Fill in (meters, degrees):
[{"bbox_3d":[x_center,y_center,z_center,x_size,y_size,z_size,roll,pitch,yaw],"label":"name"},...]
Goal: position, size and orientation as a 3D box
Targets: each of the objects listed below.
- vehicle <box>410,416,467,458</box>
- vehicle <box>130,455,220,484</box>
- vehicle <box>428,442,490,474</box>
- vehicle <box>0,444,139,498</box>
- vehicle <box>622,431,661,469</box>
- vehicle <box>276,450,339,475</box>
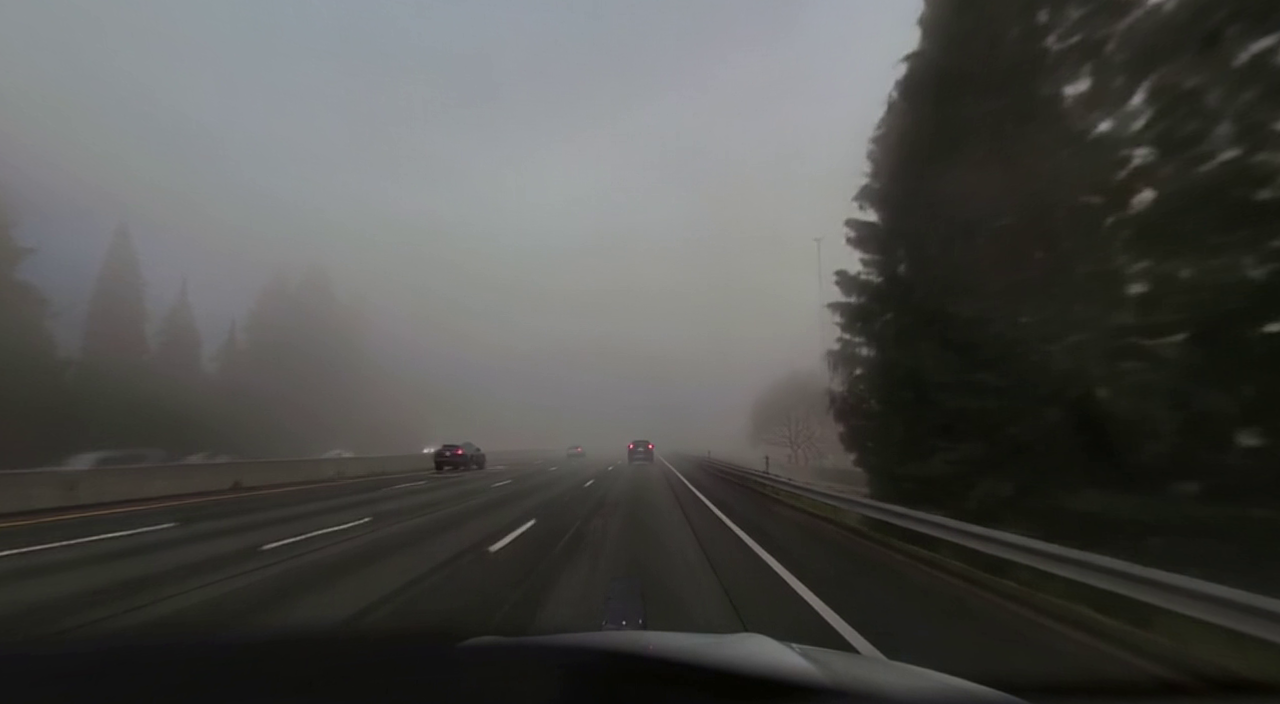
[{"bbox_3d":[-14.040,5.980,44.257,2.499,2.625,4.804,-3,-9,-2],"label":"vehicle"},{"bbox_3d":[-27.380,6.901,37.353,1.951,1.499,4.305,0,-8,1],"label":"vehicle"},{"bbox_3d":[-10.179,5.970,35.899,2.037,1.661,4.885,0,-8,1],"label":"vehicle"},{"bbox_3d":[-20.424,4.010,21.787,2.182,1.628,4.863,0,-8,1],"label":"vehicle"},{"bbox_3d":[0.092,6.064,39.161,2.318,2.145,4.561,0,-8,0],"label":"vehicle"},{"bbox_3d":[-23.465,7.792,44.719,2.041,1.631,4.392,0,-8,1],"label":"vehicle"}]
